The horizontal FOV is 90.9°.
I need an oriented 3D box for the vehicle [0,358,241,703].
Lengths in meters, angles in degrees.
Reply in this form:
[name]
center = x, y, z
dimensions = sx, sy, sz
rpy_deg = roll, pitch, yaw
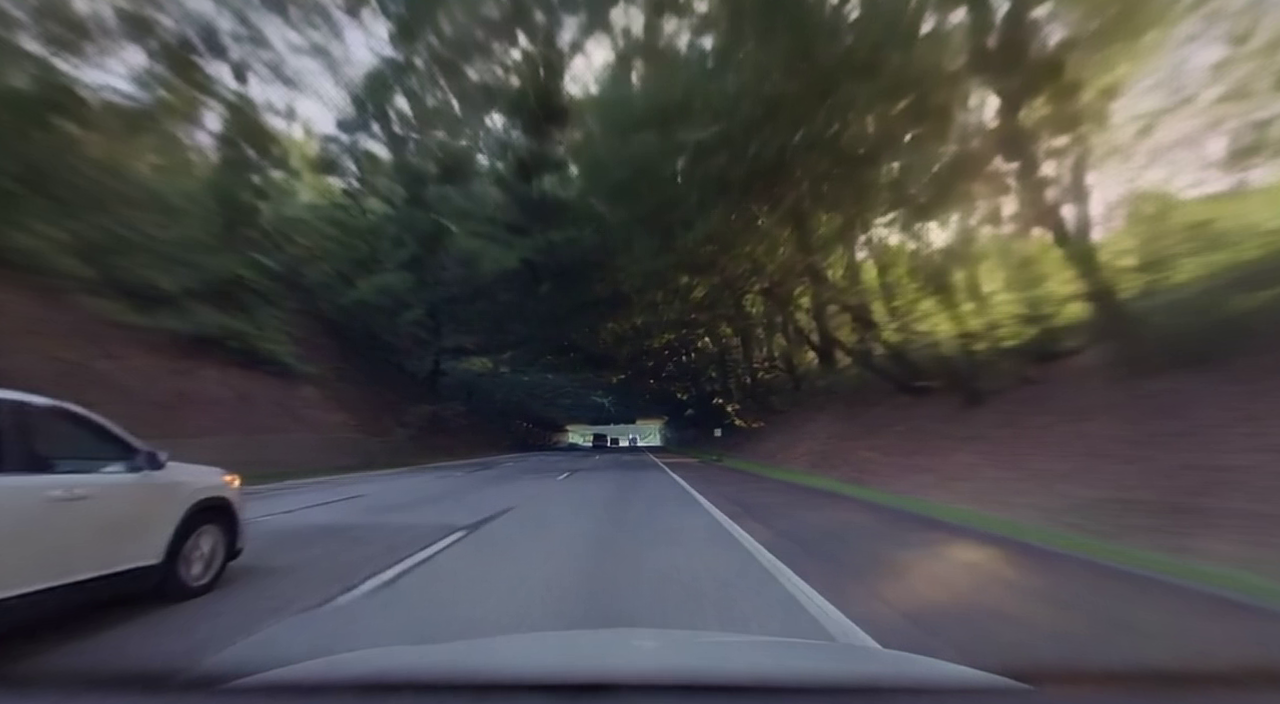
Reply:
[vehicle]
center = -4.144, 0.843, 2.842
dimensions = 2.034, 1.675, 4.080
rpy_deg = 0, -8, -1
